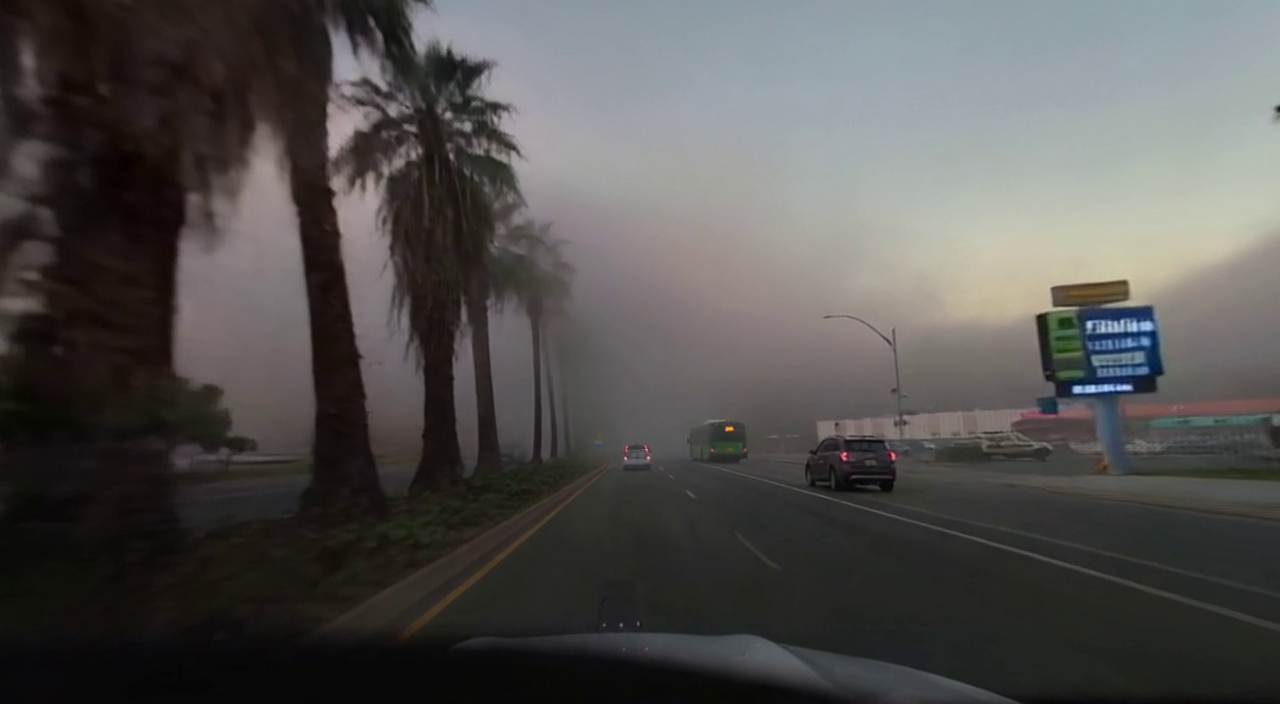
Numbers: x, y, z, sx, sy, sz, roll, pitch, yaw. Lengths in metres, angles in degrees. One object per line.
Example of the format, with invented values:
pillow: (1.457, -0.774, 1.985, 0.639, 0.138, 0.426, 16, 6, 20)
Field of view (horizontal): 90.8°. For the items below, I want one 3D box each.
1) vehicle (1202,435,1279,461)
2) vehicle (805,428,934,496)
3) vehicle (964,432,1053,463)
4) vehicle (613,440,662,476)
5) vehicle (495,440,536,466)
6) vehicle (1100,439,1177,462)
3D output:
vehicle: (36.049, 5.680, 37.327, 1.831, 1.432, 4.544, -1, -9, 6)
vehicle: (6.311, 3.075, 17.965, 2.031, 1.670, 4.154, 0, -9, -1)
vehicle: (23.836, 6.185, 40.960, 4.595, 1.845, 1.919, 0, -8, -6)
vehicle: (-0.090, 4.781, 28.769, 2.065, 1.477, 4.306, 0, -9, 0)
vehicle: (-8.928, 7.287, 45.699, 2.106, 1.817, 4.847, 0, -9, -1)
vehicle: (36.065, 7.167, 45.872, 1.818, 1.451, 4.263, -2, -10, -5)
